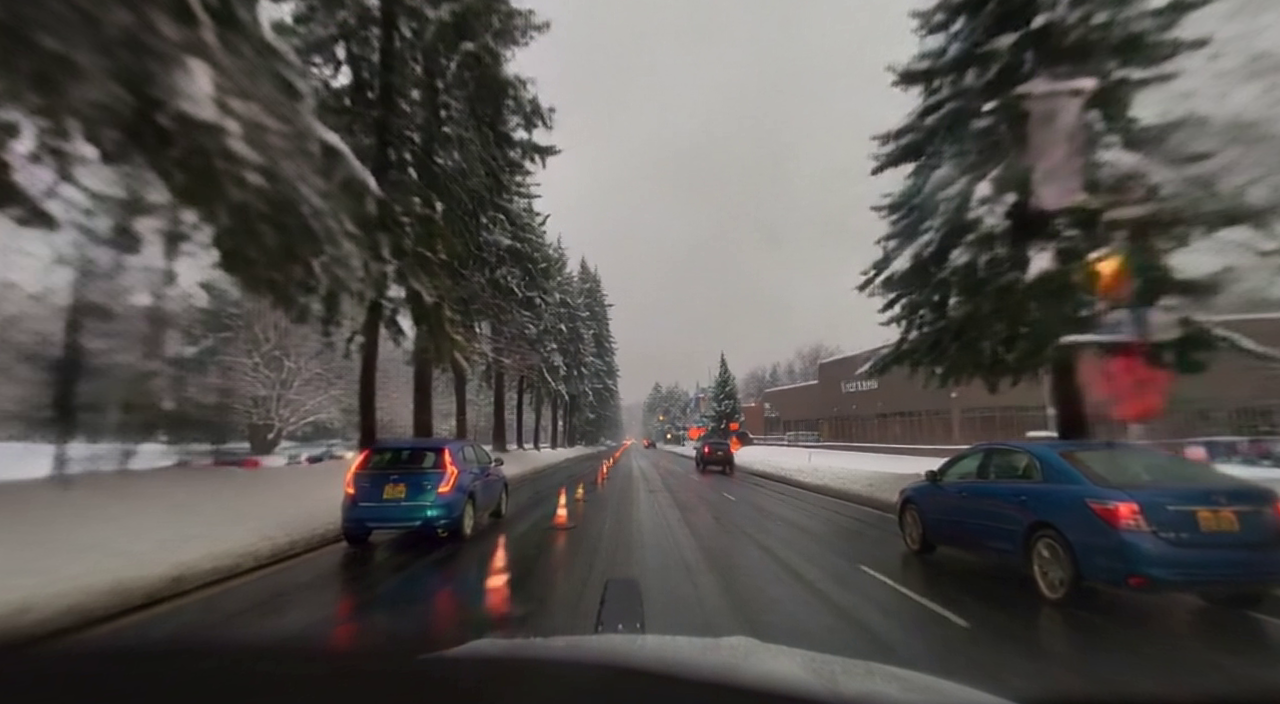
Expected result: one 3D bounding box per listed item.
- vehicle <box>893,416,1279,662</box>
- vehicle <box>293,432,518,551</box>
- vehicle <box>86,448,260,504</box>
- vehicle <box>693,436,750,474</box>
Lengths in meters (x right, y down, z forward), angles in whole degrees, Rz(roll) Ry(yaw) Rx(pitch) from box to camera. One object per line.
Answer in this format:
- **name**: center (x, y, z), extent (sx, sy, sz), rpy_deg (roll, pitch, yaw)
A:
- **vehicle**: center (4.066, 1.426, 5.823), extent (1.827, 1.491, 3.743), rpy_deg (0, -9, -1)
- **vehicle**: center (-3.348, 2.066, 10.059), extent (2.020, 1.474, 4.098), rpy_deg (0, -9, 0)
- **vehicle**: center (-14.103, 3.732, 19.521), extent (1.883, 1.504, 4.536), rpy_deg (0, -9, 1)
- **vehicle**: center (4.069, 5.238, 32.332), extent (2.159, 1.793, 4.735), rpy_deg (0, -9, -2)
